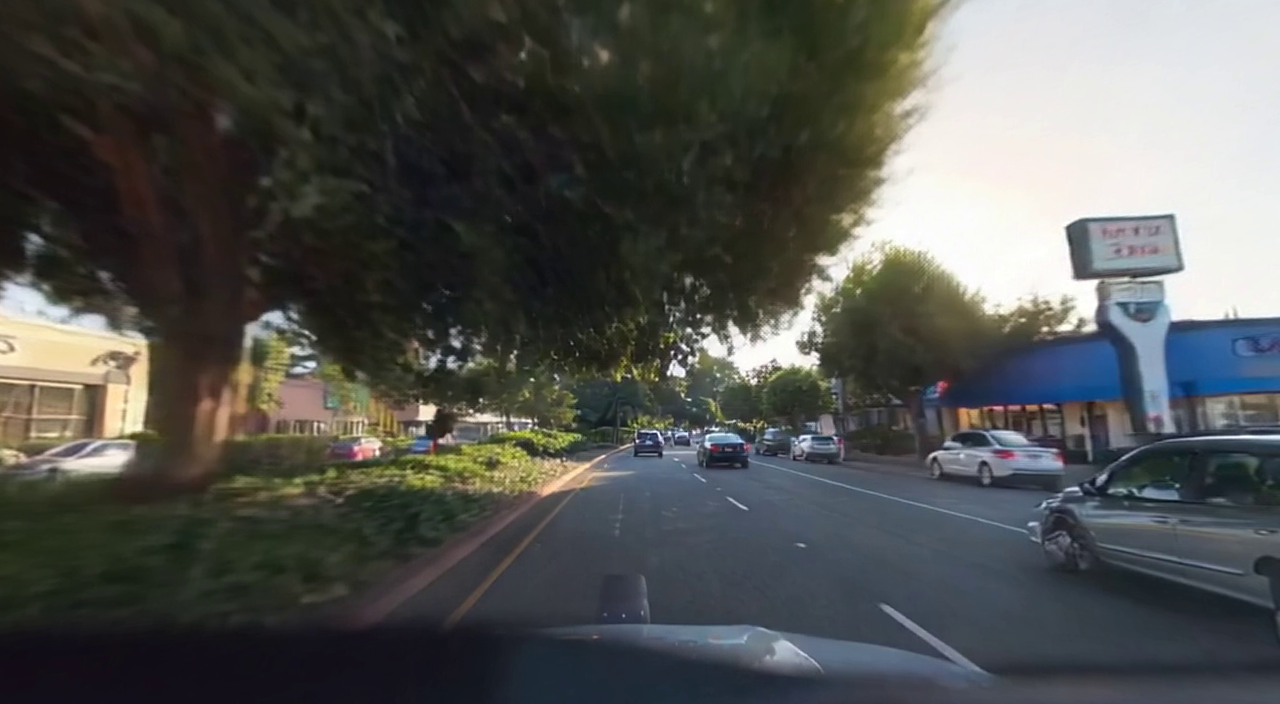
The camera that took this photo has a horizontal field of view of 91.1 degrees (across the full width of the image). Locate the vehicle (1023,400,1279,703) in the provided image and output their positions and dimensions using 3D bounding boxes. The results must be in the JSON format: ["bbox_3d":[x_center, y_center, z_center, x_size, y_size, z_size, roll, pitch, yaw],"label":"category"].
[{"bbox_3d":[3.914,0.904,2.490,1.908,1.463,4.506,0,-8,-1],"label":"vehicle"}]

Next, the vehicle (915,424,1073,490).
[{"bbox_3d":[10.387,3.121,18.924,2.123,1.726,4.520,0,-8,0],"label":"vehicle"}]

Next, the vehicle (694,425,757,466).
[{"bbox_3d":[3.708,4.137,27.897,2.115,1.692,4.189,0,-8,-1],"label":"vehicle"}]

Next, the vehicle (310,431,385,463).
[{"bbox_3d":[-18.994,6.166,41.066,2.488,1.752,4.991,-2,-6,1],"label":"vehicle"}]

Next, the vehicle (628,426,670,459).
[{"bbox_3d":[0.424,4.850,33.607,2.098,1.682,3.778,0,-8,-1],"label":"vehicle"}]

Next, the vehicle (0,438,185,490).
[{"bbox_3d":[-18.821,3.759,21.660,2.034,1.532,5.548,0,-8,1],"label":"vehicle"}]
